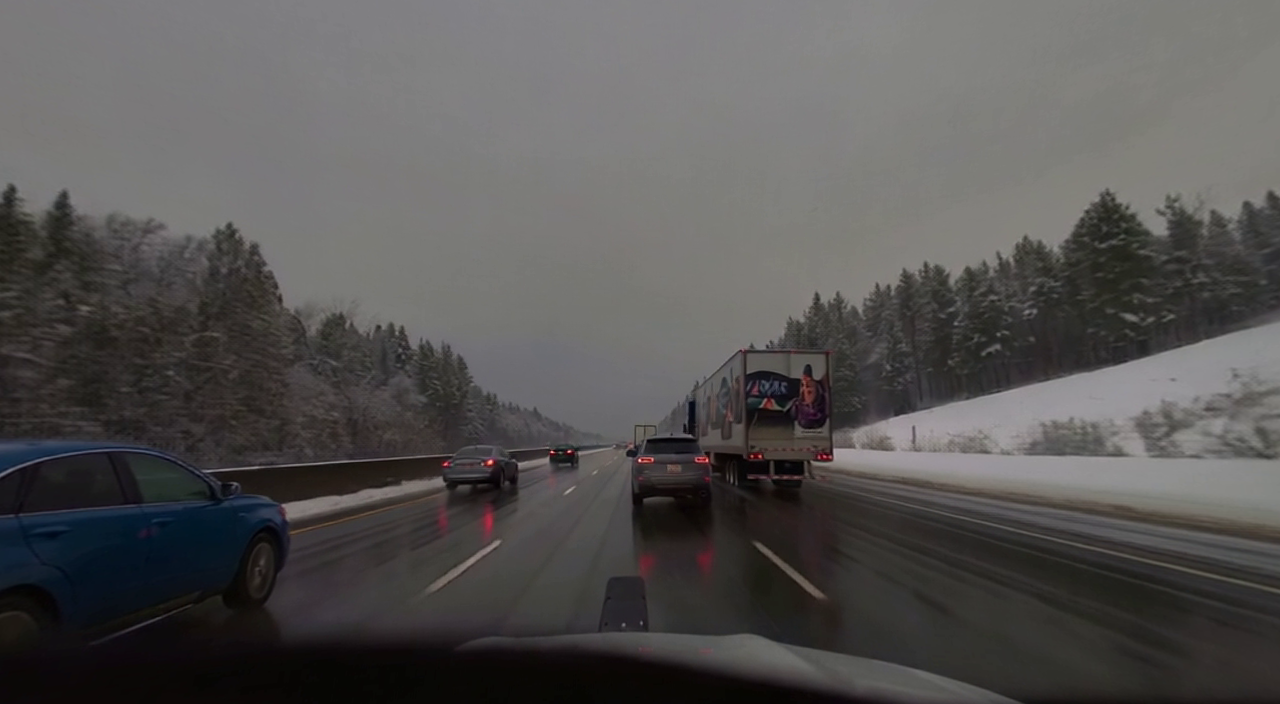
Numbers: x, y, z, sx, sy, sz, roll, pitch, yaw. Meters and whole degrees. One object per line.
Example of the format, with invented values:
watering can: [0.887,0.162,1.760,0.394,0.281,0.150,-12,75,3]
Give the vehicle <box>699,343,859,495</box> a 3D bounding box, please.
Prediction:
vehicle: [4.407,2.798,24.112,2.828,4.081,14.220,0,-8,0]

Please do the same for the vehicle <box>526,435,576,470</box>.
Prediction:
vehicle: [-4.629,5.305,33.421,2.014,1.683,4.275,0,-8,0]

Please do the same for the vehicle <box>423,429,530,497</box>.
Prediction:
vehicle: [-4.315,2.983,17.254,1.905,1.642,3.803,0,-8,0]

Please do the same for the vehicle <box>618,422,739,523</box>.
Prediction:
vehicle: [0.595,2.264,12.338,2.017,1.662,3.543,0,-8,-1]

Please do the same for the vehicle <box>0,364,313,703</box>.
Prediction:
vehicle: [-4.092,0.988,3.659,1.983,1.666,4.452,0,-8,0]
